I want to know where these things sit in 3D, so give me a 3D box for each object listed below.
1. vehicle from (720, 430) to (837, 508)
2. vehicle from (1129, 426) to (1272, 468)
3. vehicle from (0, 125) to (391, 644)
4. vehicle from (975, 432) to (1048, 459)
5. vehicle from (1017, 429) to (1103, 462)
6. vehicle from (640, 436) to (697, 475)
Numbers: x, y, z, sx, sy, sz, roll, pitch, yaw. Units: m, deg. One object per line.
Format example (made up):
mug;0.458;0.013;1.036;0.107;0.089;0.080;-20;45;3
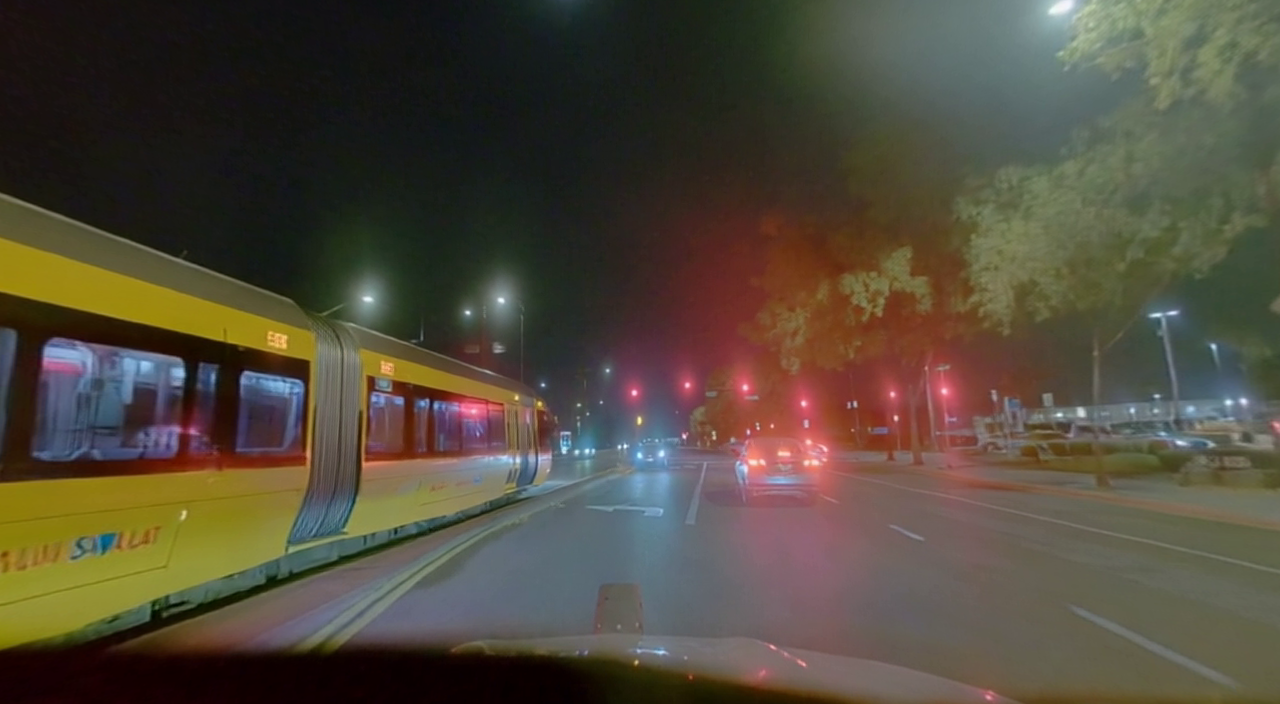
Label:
vehicle;2.915;2.562;14.295;2.002;1.471;4.337;-1;-8;5
vehicle;22.422;3.801;25.574;1.825;1.462;4.764;-3;-8;7
vehicle;-6.166;0.089;3.443;2.897;3.700;13.528;-1;-7;6
vehicle;21.290;5.383;36.436;1.796;1.434;4.504;-1;-8;5
vehicle;20.798;4.642;31.471;1.831;1.545;3.872;-1;-8;5
vehicle;1.249;4.234;26.143;2.118;1.478;4.076;-1;-8;6
